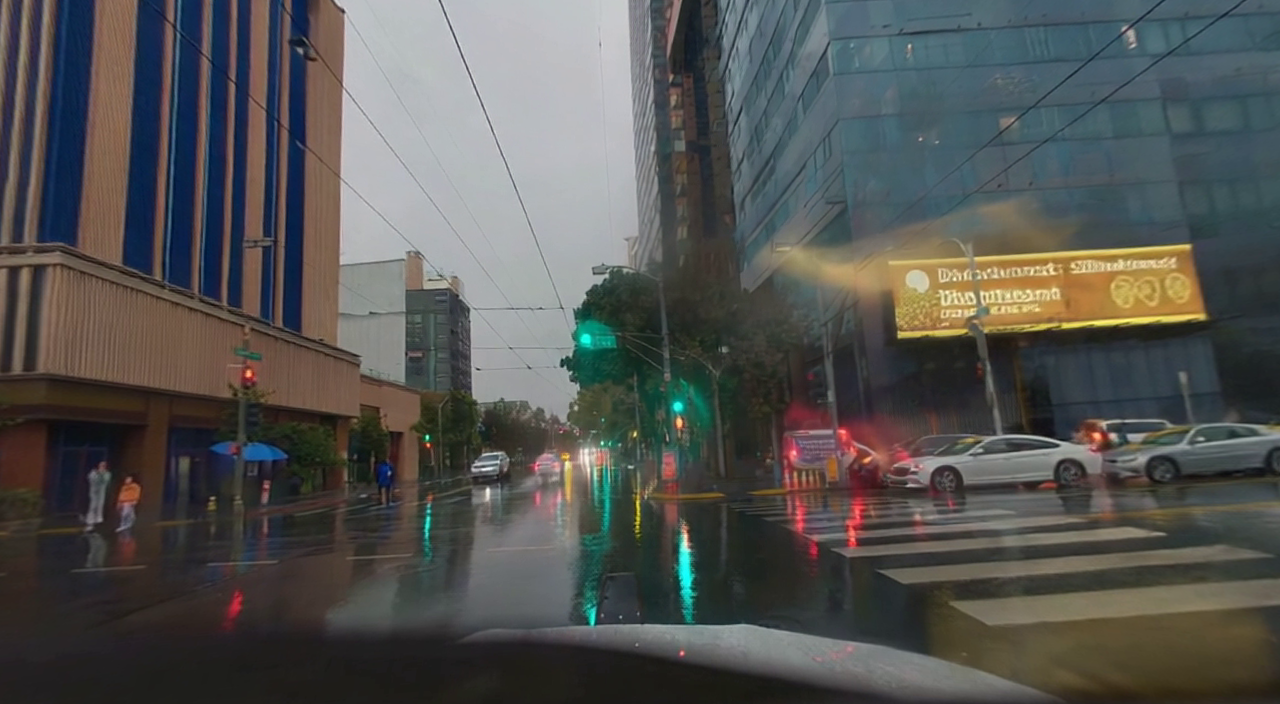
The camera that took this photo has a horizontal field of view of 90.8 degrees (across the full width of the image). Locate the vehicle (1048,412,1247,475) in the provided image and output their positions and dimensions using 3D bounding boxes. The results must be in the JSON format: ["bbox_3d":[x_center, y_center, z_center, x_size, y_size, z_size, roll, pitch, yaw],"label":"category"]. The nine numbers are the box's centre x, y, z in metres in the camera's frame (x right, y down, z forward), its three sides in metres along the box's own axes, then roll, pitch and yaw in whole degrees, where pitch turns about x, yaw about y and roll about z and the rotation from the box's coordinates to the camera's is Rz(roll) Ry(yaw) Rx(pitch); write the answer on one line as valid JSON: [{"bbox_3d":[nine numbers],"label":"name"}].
[{"bbox_3d":[16.727,3.046,21.023,4.944,1.946,1.952,0,-8,-3],"label":"vehicle"}]

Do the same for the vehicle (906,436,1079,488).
[{"bbox_3d":[11.361,3.542,20.512,4.697,1.510,1.596,0,-9,-5],"label":"vehicle"}]

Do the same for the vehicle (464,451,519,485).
[{"bbox_3d":[-8.409,6.590,36.200,2.121,1.792,4.510,0,-8,-1],"label":"vehicle"}]

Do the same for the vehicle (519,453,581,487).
[{"bbox_3d":[-4.416,5.841,31.670,1.797,1.490,4.549,-1,-9,9],"label":"vehicle"}]

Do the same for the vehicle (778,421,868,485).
[{"bbox_3d":[7.536,4.154,26.566,2.316,2.425,4.466,1,-7,-2],"label":"vehicle"}]
